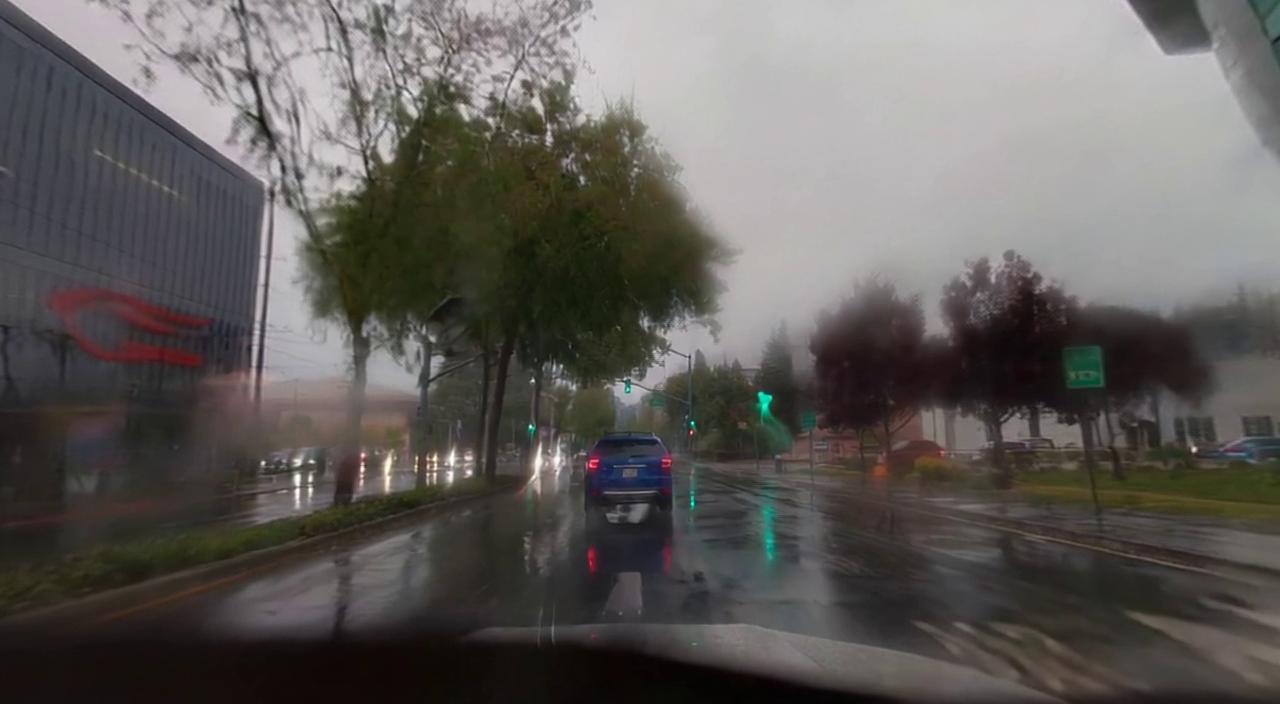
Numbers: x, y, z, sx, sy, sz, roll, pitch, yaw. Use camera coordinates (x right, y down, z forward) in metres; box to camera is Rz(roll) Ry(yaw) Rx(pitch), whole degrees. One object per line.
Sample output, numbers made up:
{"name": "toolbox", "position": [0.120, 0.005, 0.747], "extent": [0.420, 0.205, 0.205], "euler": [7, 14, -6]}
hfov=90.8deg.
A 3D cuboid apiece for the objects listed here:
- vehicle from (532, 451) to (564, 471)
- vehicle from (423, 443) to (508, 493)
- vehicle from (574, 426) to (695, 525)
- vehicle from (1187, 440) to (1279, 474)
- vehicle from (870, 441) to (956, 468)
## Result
{"name": "vehicle", "position": [-7.143, 8.497, 49.566], "extent": [1.908, 1.475, 4.337], "euler": [0, -9, 0]}
{"name": "vehicle", "position": [-6.295, 4.208, 23.320], "extent": [2.028, 1.655, 4.189], "euler": [0, -9, -1]}
{"name": "vehicle", "position": [-0.172, 2.558, 13.590], "extent": [2.183, 1.765, 4.059], "euler": [0, -9, -2]}
{"name": "vehicle", "position": [31.032, 5.274, 31.817], "extent": [5.161, 1.610, 2.024], "euler": [0, -9, -3]}
{"name": "vehicle", "position": [16.630, 6.277, 38.660], "extent": [4.422, 1.563, 1.751], "euler": [0, -9, -2]}
